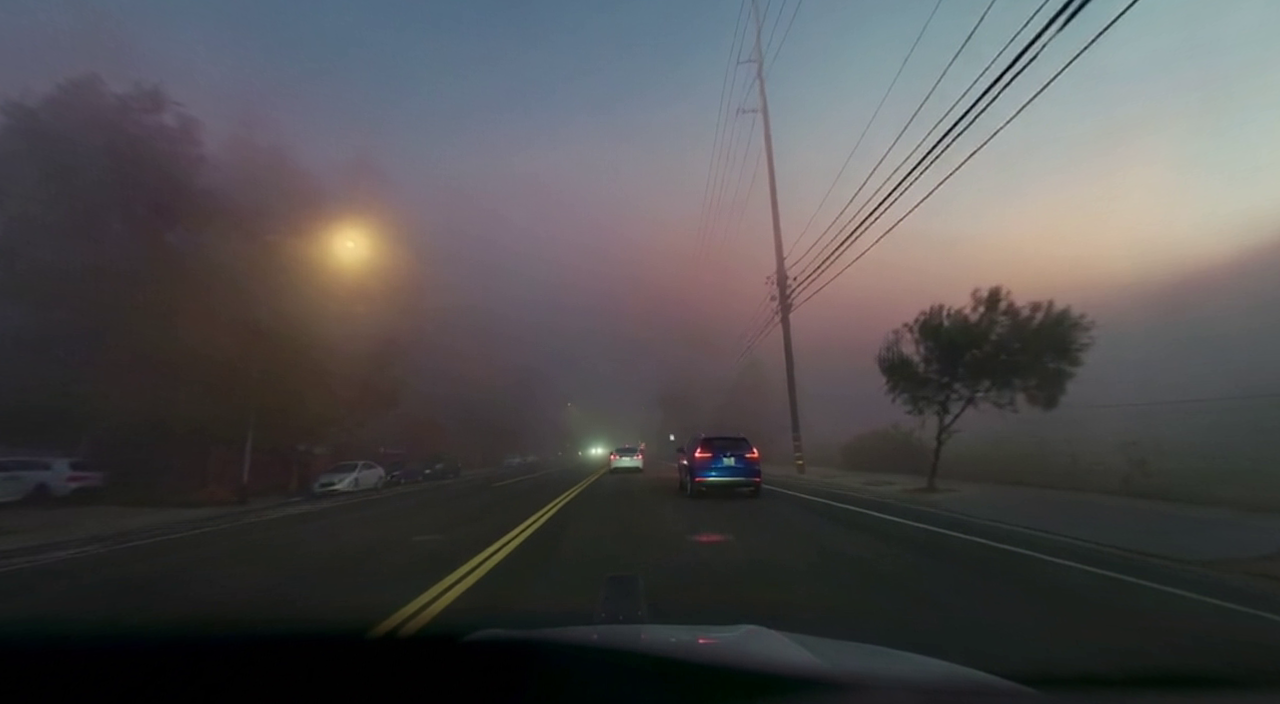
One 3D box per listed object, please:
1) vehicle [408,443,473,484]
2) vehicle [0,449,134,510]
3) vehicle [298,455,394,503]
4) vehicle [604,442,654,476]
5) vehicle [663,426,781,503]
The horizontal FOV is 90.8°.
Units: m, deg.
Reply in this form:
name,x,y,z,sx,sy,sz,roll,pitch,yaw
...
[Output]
name,x,y,z,sx,sy,sz,roll,pitch,yaw
vehicle,-12.296,6.864,39.336,2.504,2.031,5.237,-7,-8,-4
vehicle,-20.791,4.382,21.836,4.800,1.840,2.045,-1,-6,-1
vehicle,-12.328,5.296,26.869,2.044,1.534,4.554,-5,-8,-2
vehicle,-0.526,5.028,29.958,2.196,1.449,4.006,0,-8,-1
vehicle,1.992,2.939,16.950,2.200,1.763,4.676,1,-8,-4
